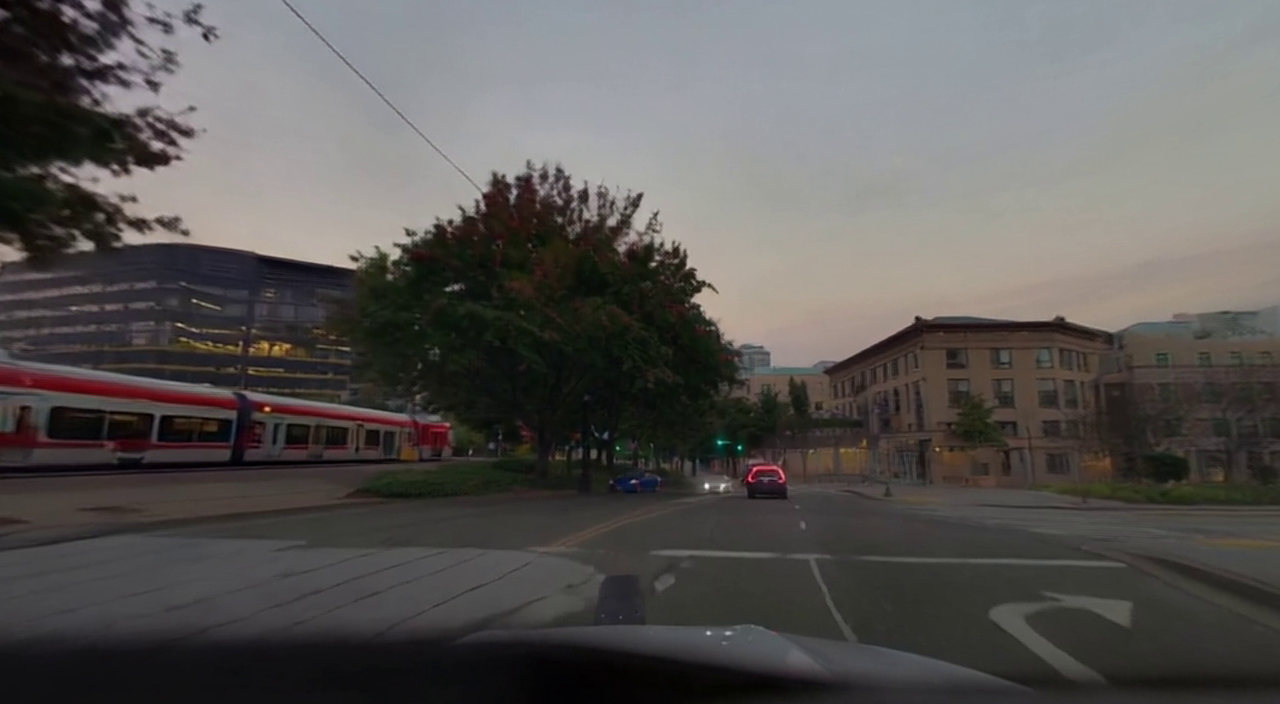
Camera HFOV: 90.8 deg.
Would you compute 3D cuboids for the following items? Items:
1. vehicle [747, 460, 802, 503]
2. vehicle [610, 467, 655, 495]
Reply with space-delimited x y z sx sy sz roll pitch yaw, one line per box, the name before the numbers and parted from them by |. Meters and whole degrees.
vehicle | 6.294 5.966 29.463 2.263 1.765 4.237 -2 -9 13
vehicle | -0.426 8.142 40.103 2.042 1.531 4.403 -2 -9 11
